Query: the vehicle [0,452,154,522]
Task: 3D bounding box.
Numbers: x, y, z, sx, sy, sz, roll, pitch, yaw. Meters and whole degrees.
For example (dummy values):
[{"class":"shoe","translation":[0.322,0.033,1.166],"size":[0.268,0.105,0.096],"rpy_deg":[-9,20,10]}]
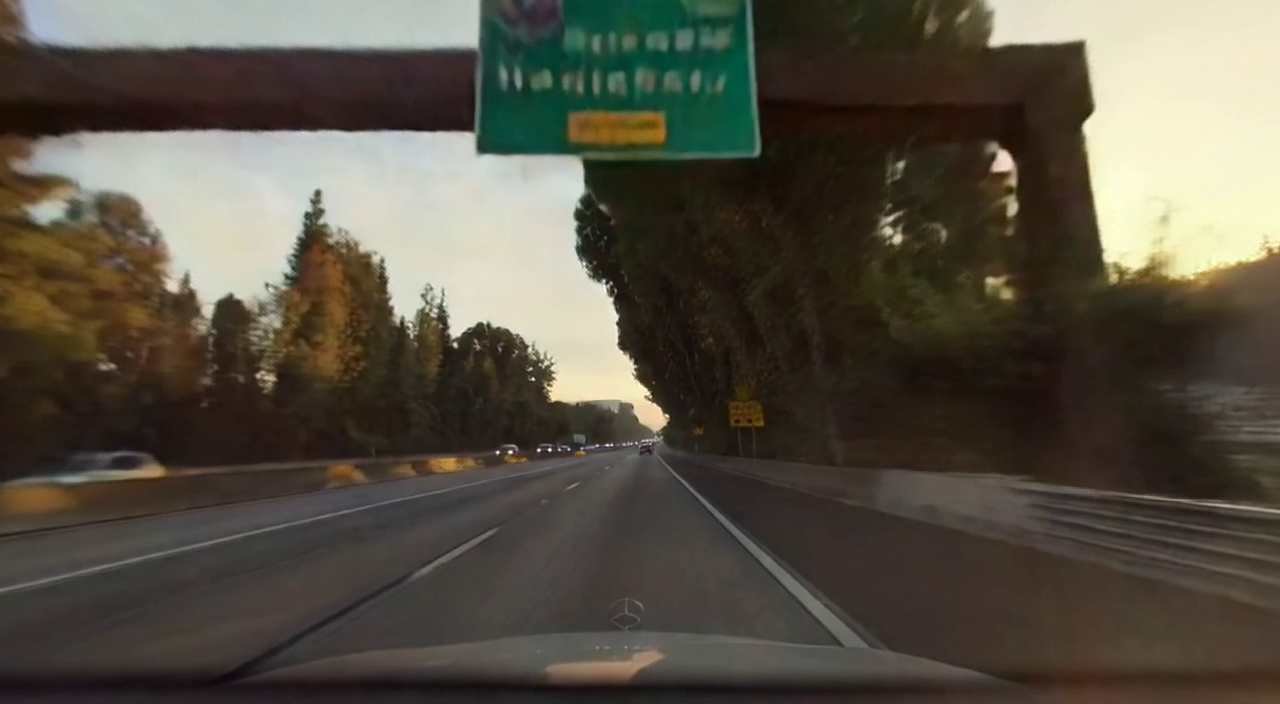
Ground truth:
[{"class":"vehicle","translation":[-13.775,3.048,14.656],"size":[1.704,1.396,4.014],"rpy_deg":[-1,-9,1]}]
